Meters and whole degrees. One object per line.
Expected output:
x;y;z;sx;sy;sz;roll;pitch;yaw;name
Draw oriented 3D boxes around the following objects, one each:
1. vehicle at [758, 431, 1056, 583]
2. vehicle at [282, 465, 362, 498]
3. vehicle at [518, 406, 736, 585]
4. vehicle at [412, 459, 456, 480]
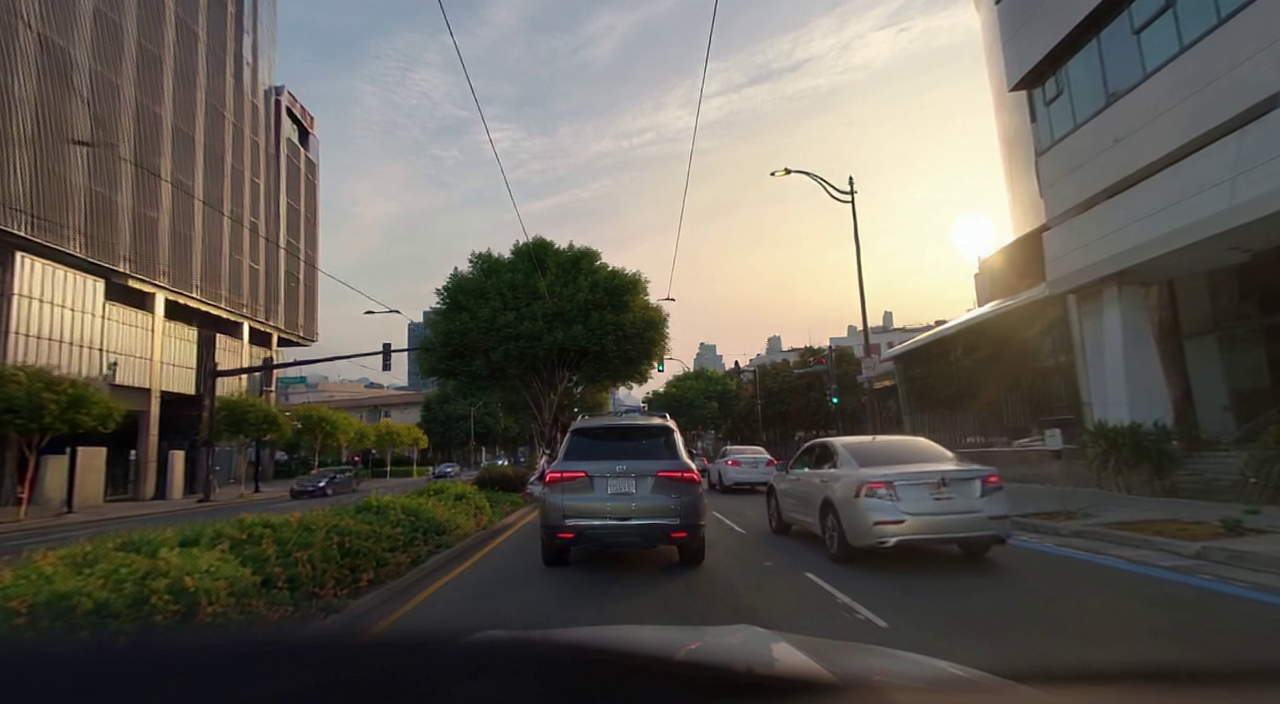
3.081;1.867;8.512;1.993;1.480;4.324;0;-8;-2;vehicle
-15.648;6.364;31.330;1.798;1.409;4.239;0;-8;-1;vehicle
-0.216;1.751;8.556;2.178;1.779;4.255;0;-8;-2;vehicle
-16.141;9.250;49.816;2.077;1.458;4.718;0;-8;-3;vehicle
